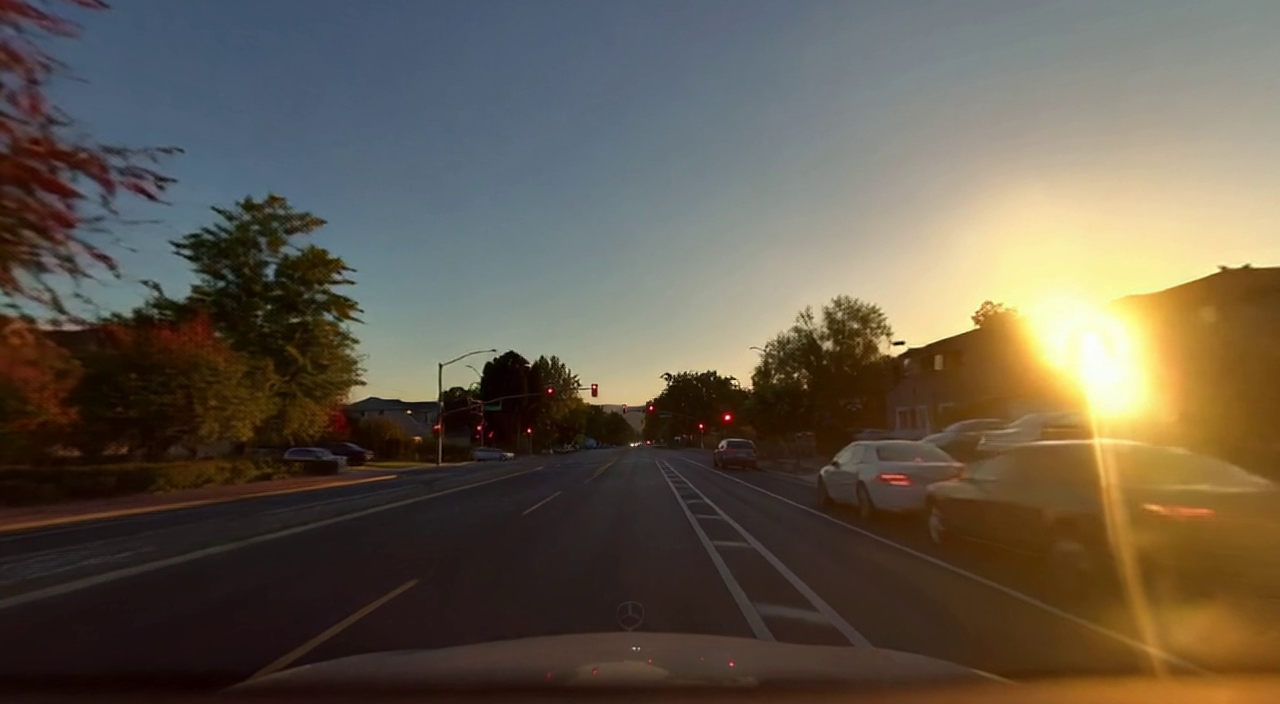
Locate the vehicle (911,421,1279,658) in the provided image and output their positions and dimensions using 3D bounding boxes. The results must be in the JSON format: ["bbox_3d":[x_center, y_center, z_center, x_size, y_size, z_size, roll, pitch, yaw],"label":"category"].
[{"bbox_3d":[4.596,1.484,6.176,1.881,1.435,4.525,0,-8,0],"label":"vehicle"}]

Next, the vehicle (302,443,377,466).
[{"bbox_3d":[-21.874,7.470,45.994,4.334,1.668,2.069,0,-8,1],"label":"vehicle"}]

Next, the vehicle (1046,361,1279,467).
[{"bbox_3d":[13.392,1.641,16.174,4.284,1.725,1.981,-12,-9,-1],"label":"vehicle"}]

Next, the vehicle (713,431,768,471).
[{"bbox_3d":[5.031,5.029,32.182,2.170,1.869,4.594,0,-8,2],"label":"vehicle"}]
